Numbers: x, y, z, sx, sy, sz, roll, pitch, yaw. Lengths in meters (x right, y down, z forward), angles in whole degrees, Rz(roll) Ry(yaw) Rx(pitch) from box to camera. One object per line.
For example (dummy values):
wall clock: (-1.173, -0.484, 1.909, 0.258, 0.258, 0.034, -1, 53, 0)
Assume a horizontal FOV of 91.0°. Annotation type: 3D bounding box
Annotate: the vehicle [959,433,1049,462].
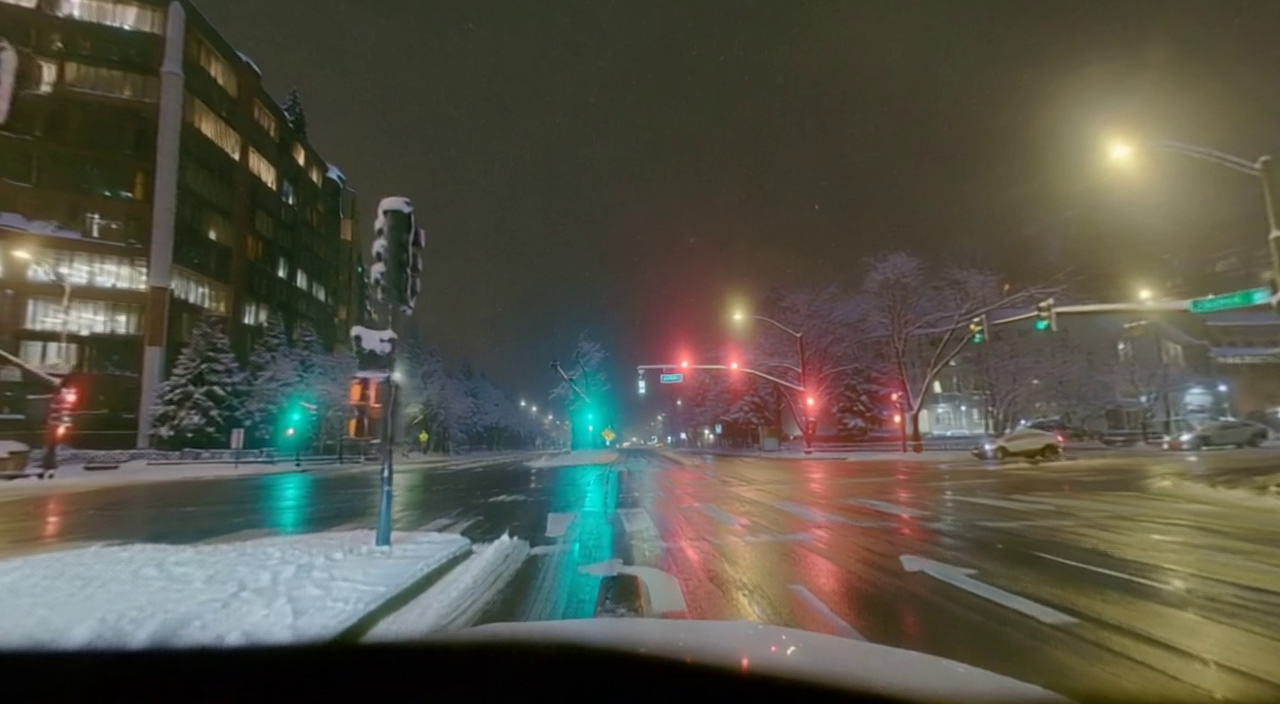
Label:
vehicle: (21.712, 5.692, 37.567, 4.769, 1.634, 1.884, 3, -9, -19)
